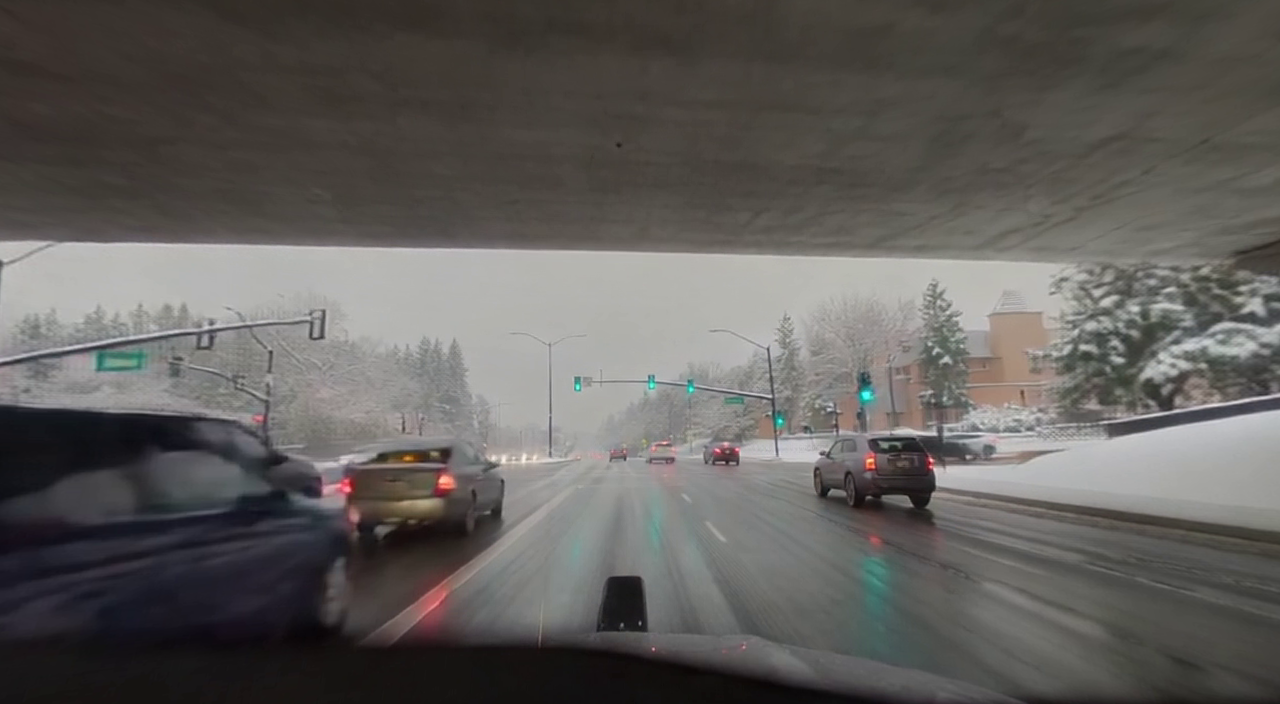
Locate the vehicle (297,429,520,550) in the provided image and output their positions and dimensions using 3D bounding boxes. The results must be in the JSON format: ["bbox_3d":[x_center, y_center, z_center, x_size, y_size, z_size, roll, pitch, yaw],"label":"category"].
[{"bbox_3d":[-3.398,2.104,10.382,1.836,1.518,4.727,0,-8,1],"label":"vehicle"}]

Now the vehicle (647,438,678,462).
[{"bbox_3d":[1.662,7.523,48.396,2.034,1.762,4.420,0,-9,-3],"label":"vehicle"}]

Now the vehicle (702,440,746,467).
[{"bbox_3d":[5.148,6.288,39.018,1.924,1.527,4.268,0,-8,-2],"label":"vehicle"}]

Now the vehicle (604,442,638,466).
[{"bbox_3d":[-1.196,6.384,39.390,2.026,1.453,3.780,0,-8,-2],"label":"vehicle"}]

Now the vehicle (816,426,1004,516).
[{"bbox_3d":[5.618,2.523,13.844,2.056,1.624,4.498,0,-8,-1],"label":"vehicle"}]

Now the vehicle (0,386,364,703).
[{"bbox_3d":[-3.036,0.915,2.352,1.980,1.491,4.351,0,-8,0],"label":"vehicle"}]
